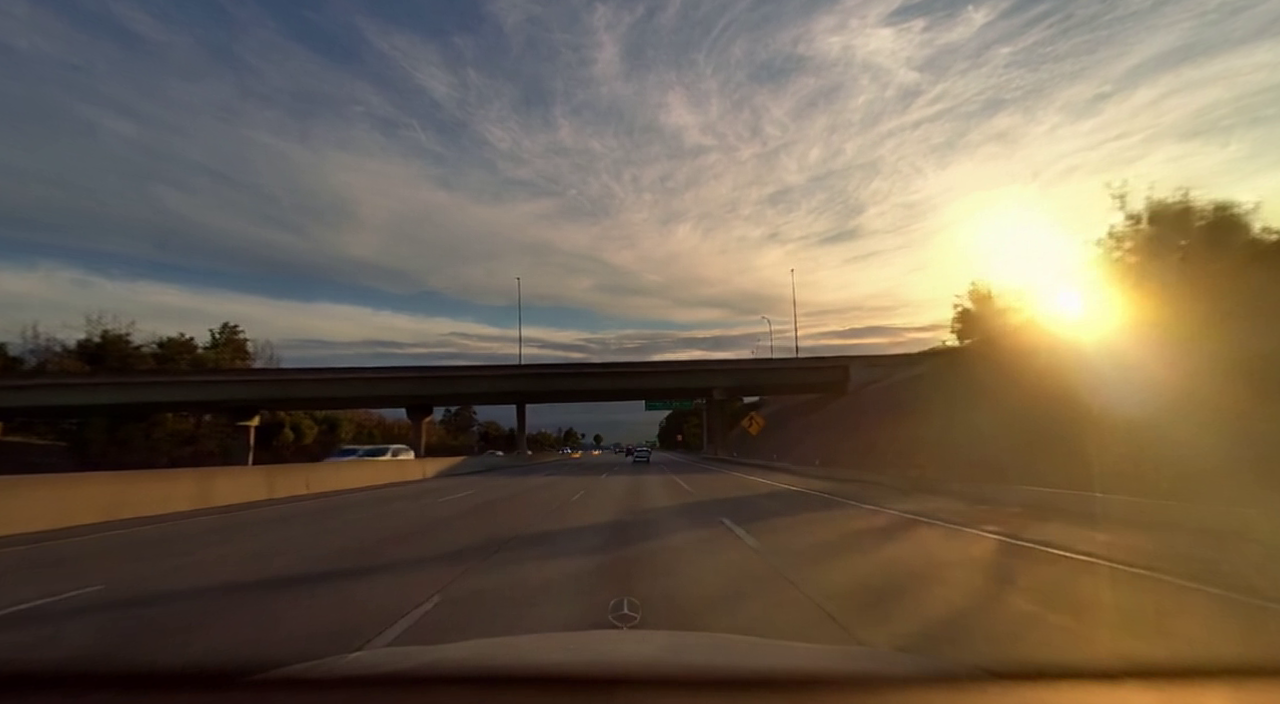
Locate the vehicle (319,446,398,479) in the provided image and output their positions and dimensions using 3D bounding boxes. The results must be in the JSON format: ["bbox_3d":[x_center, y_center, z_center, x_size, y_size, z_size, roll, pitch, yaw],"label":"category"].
[{"bbox_3d":[-15.734,6.165,35.527,2.099,1.702,4.908,-1,-9,1],"label":"vehicle"}]
